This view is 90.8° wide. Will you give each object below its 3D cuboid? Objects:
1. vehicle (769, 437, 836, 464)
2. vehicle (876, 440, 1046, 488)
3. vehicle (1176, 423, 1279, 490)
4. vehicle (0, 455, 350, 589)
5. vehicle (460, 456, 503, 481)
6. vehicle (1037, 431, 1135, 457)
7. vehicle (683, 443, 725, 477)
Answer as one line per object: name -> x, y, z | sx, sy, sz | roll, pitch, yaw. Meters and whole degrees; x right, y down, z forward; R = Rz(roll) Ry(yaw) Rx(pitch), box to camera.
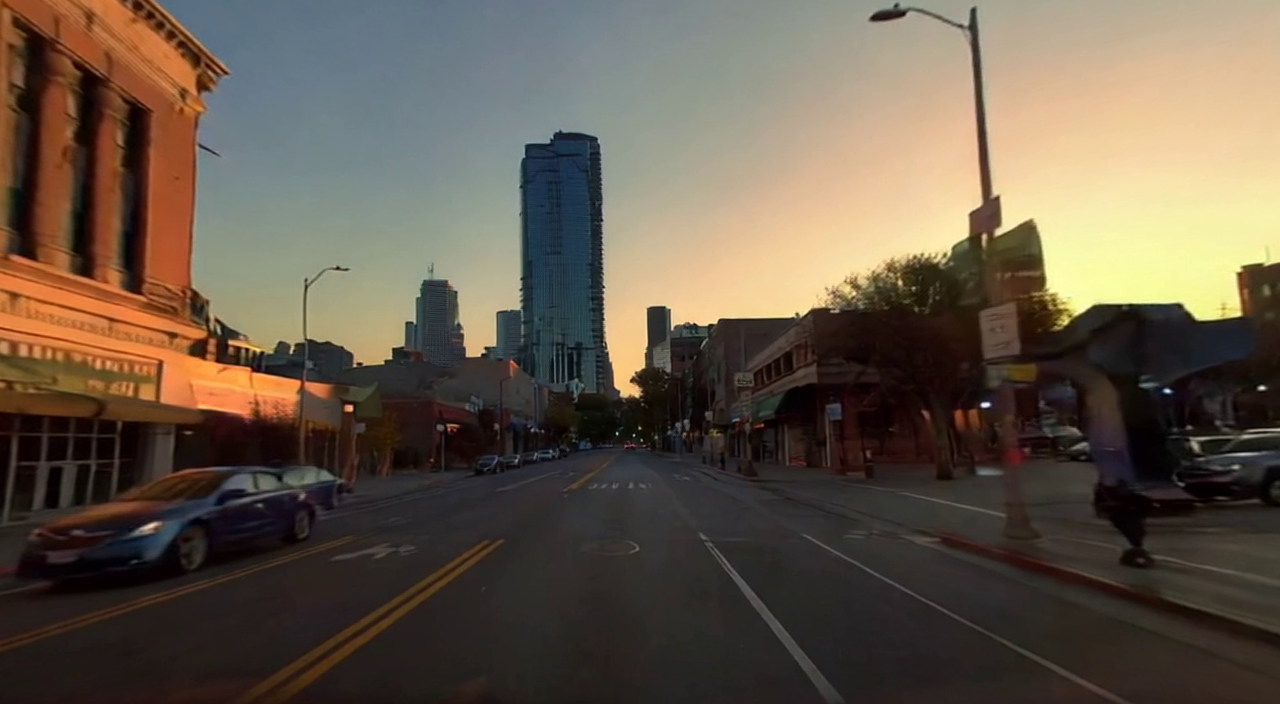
vehicle -> 12.614, 7.655, 49.160 | 4.629, 1.706, 1.915 | -3, -6, -1
vehicle -> 10.644, 3.716, 21.196 | 4.611, 1.494, 1.982 | 0, -9, -4
vehicle -> 15.907, 2.486, 15.182 | 4.301, 1.502, 1.844 | 0, -8, 0
vehicle -> -6.547, 2.373, 9.764 | 1.962, 1.475, 4.580 | 0, -8, 0
vehicle -> -11.212, 8.258, 45.042 | 2.018, 1.553, 4.407 | 0, -8, -1
vehicle -> 27.071, 5.591, 38.428 | 4.472, 1.500, 1.837 | -1, -8, 2
vehicle -> 3.642, 6.269, 37.006 | 2.118, 1.779, 5.121 | -1, -8, 2
